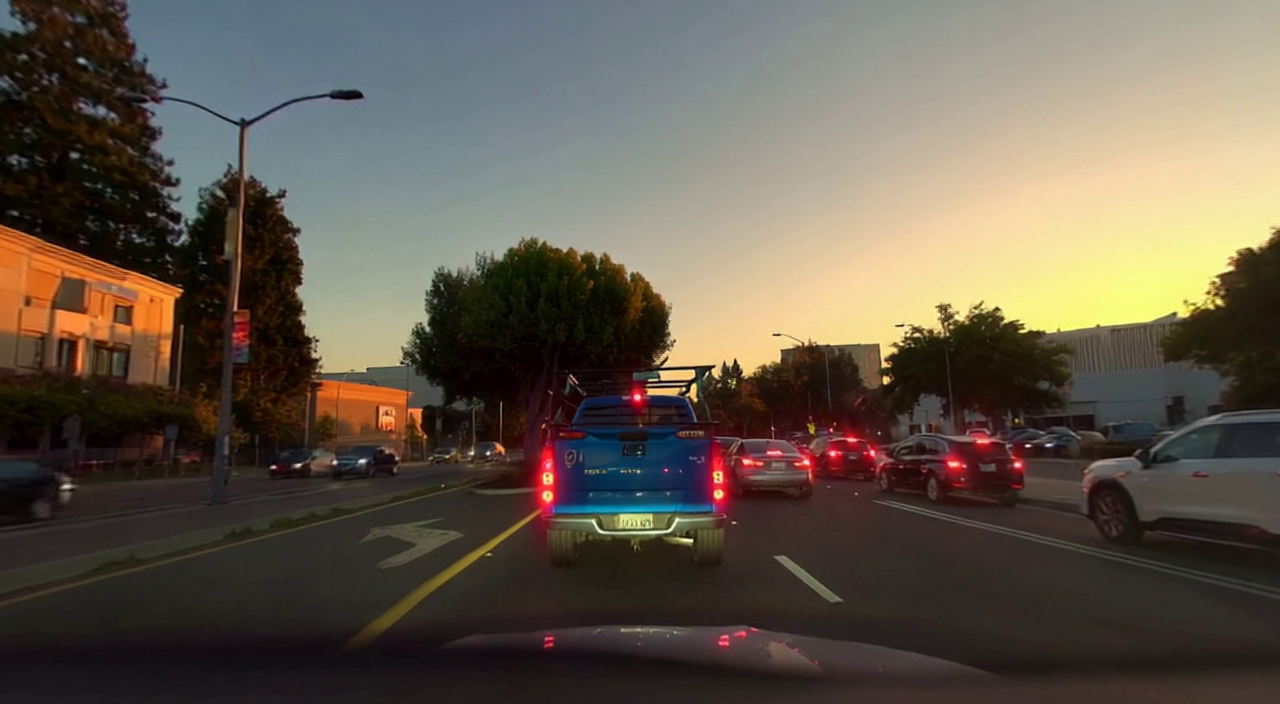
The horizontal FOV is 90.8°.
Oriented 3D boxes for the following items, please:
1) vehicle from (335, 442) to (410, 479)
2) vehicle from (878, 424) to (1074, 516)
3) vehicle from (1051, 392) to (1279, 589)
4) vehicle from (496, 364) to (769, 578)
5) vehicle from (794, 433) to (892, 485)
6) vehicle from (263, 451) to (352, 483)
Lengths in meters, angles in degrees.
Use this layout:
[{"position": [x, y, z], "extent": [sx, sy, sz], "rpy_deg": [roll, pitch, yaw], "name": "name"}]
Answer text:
[{"position": [-12.060, 4.907, 28.742], "extent": [1.781, 1.558, 3.688], "rpy_deg": [0, -9, -1], "name": "vehicle"}, {"position": [7.066, 2.517, 13.941], "extent": [1.931, 1.692, 4.267], "rpy_deg": [0, -9, 0], "name": "vehicle"}, {"position": [6.827, 1.380, 6.559], "extent": [2.023, 1.771, 4.488], "rpy_deg": [0, -9, -1], "name": "vehicle"}, {"position": [-0.115, 1.591, 9.188], "extent": [2.682, 2.117, 5.706], "rpy_deg": [0, -9, -1], "name": "vehicle"}, {"position": [7.071, 3.779, 22.572], "extent": [1.953, 1.665, 4.327], "rpy_deg": [0, -9, -2], "name": "vehicle"}, {"position": [-15.613, 5.381, 29.929], "extent": [1.854, 1.364, 4.357], "rpy_deg": [0, -9, 0], "name": "vehicle"}]
